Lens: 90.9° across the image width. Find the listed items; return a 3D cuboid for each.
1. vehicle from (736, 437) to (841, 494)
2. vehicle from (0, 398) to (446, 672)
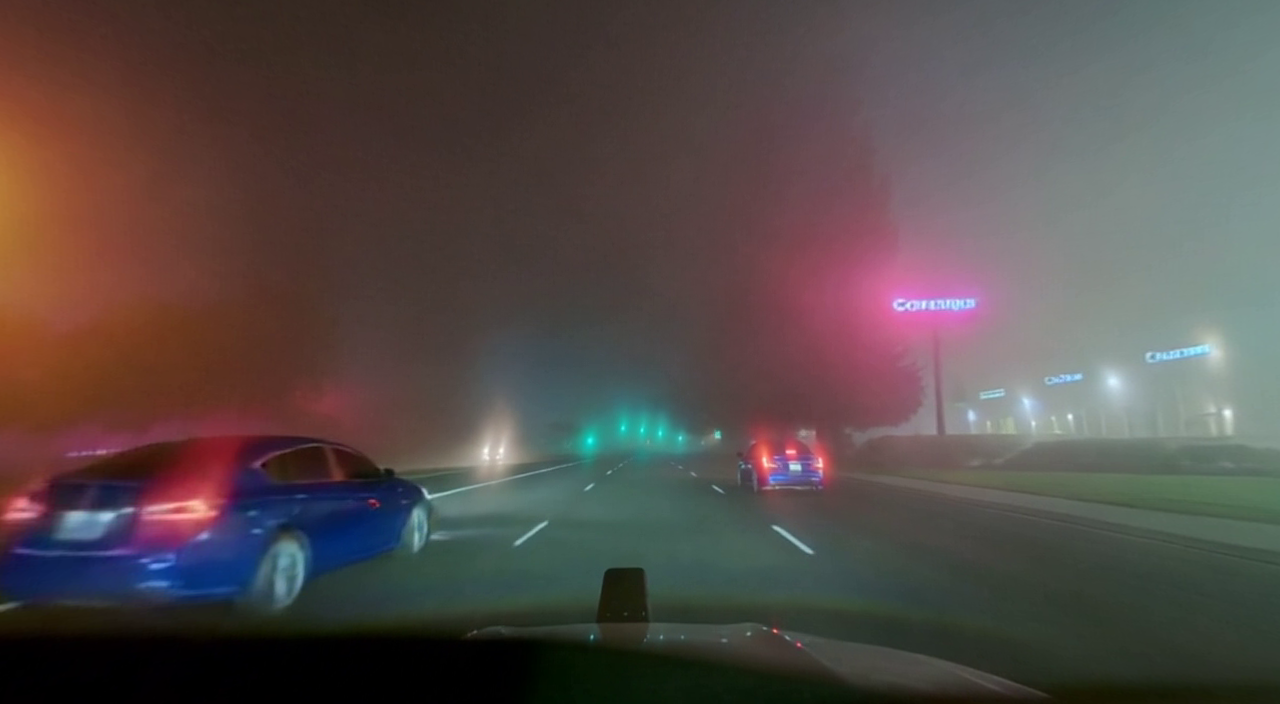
[{"bbox_3d":[4.191,3.270,18.608,1.977,1.474,4.399,0,-8,-1],"label":"vehicle"},{"bbox_3d":[-3.471,1.323,5.671,2.001,1.504,4.212,0,-8,1],"label":"vehicle"}]
